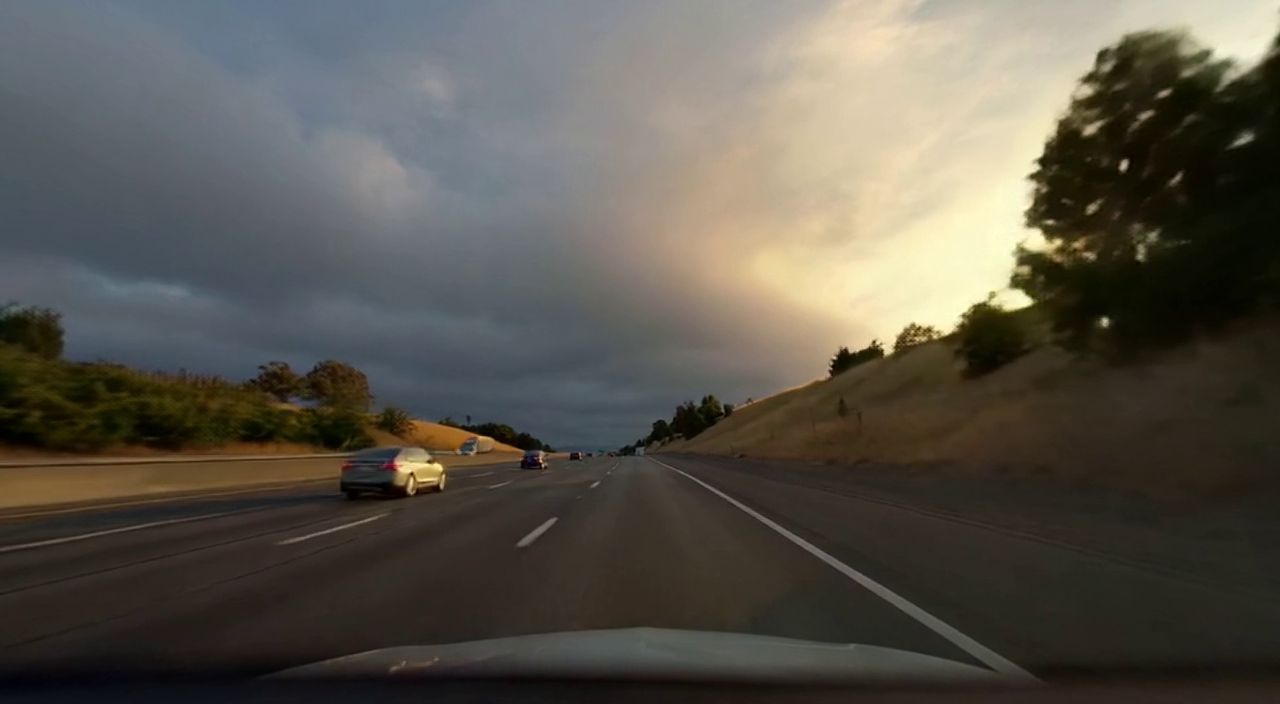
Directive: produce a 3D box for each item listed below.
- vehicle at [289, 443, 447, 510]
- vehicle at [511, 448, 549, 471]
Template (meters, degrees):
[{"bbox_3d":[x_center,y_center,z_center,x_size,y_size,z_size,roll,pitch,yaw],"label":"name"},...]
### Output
[{"bbox_3d":[-6.778,3.131,16.377,2.015,1.483,4.626,0,-9,0],"label":"vehicle"},{"bbox_3d":[-7.680,7.530,44.351,1.966,1.476,4.240,0,-9,0],"label":"vehicle"}]
